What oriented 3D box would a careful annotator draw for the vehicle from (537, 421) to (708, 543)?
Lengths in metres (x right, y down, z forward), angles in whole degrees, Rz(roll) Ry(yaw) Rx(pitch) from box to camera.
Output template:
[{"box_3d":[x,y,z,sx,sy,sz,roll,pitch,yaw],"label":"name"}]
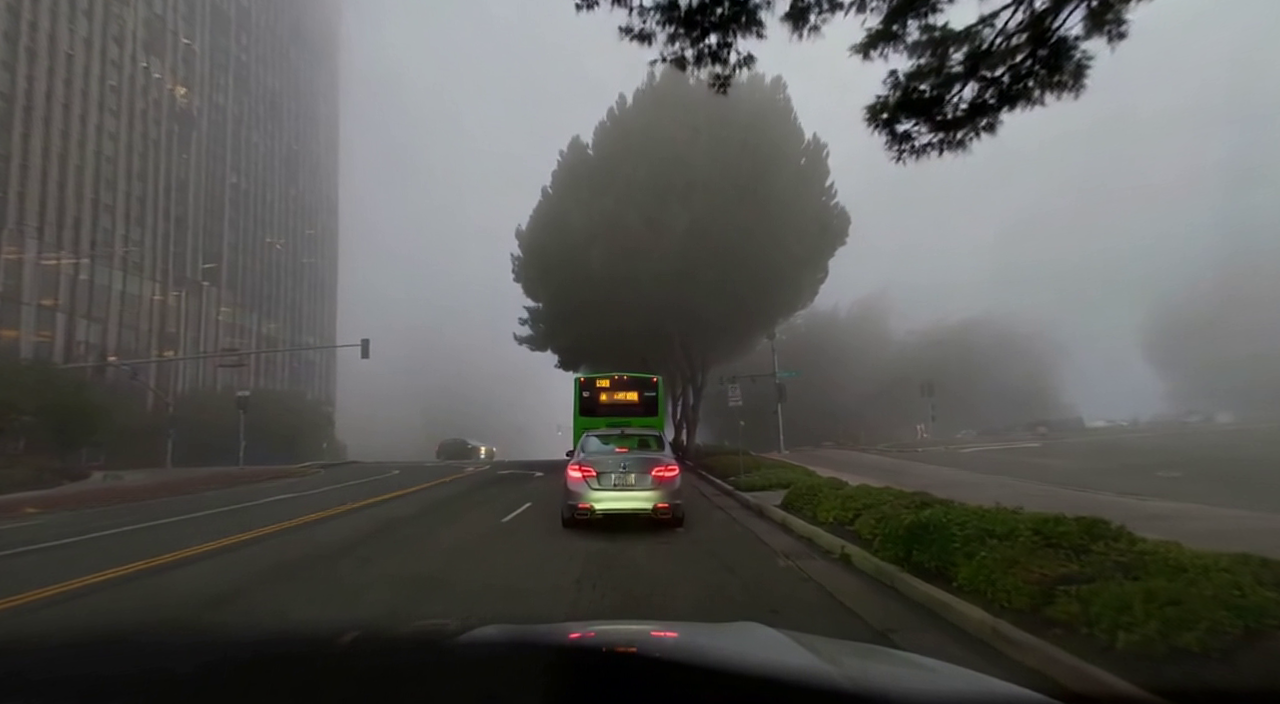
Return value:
[{"box_3d":[-0.256,1.844,9.656,2.064,1.452,3.942,0,-8,-1],"label":"vehicle"}]
